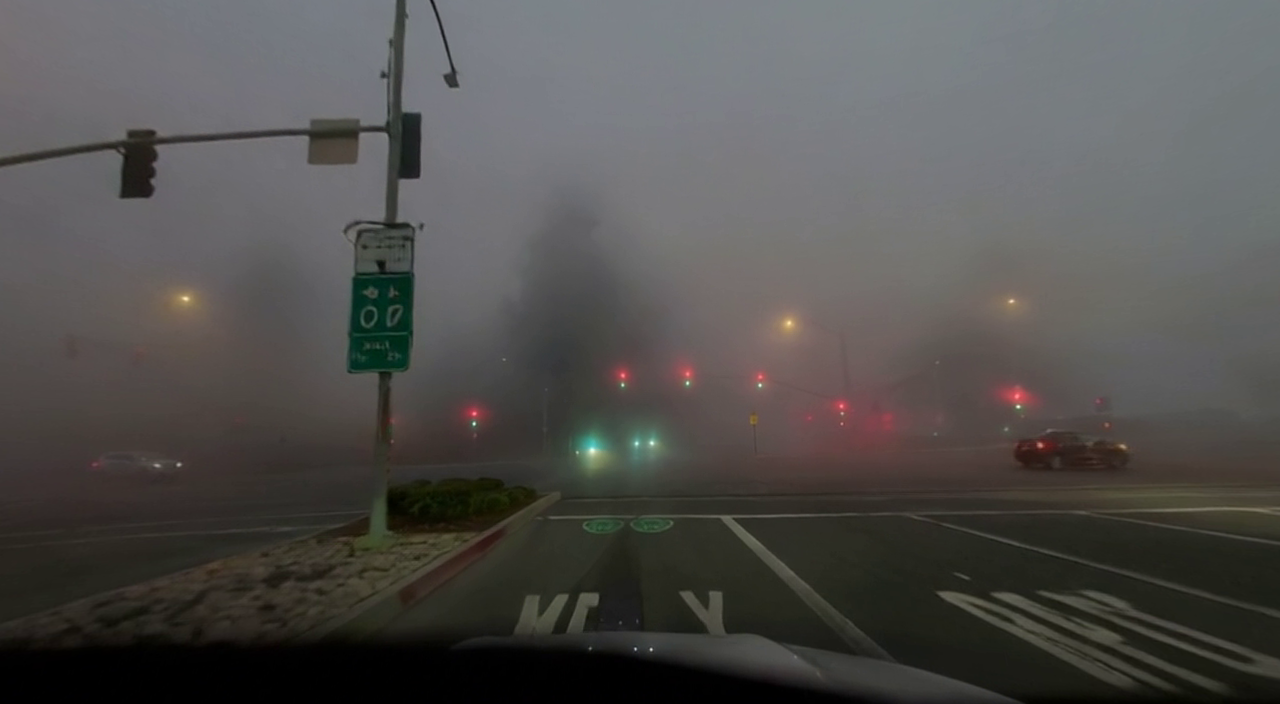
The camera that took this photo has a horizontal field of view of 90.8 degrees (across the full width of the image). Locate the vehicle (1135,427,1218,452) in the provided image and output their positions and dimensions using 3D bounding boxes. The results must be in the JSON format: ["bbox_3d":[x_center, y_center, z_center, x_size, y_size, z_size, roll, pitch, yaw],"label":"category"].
[{"bbox_3d":[40.200,6.614,47.536,2.173,1.751,4.931,-1,-8,5],"label":"vehicle"}]

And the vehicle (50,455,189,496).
[{"bbox_3d":[-24.428,5.775,29.745,4.706,1.734,2.253,-1,-8,6],"label":"vehicle"}]
